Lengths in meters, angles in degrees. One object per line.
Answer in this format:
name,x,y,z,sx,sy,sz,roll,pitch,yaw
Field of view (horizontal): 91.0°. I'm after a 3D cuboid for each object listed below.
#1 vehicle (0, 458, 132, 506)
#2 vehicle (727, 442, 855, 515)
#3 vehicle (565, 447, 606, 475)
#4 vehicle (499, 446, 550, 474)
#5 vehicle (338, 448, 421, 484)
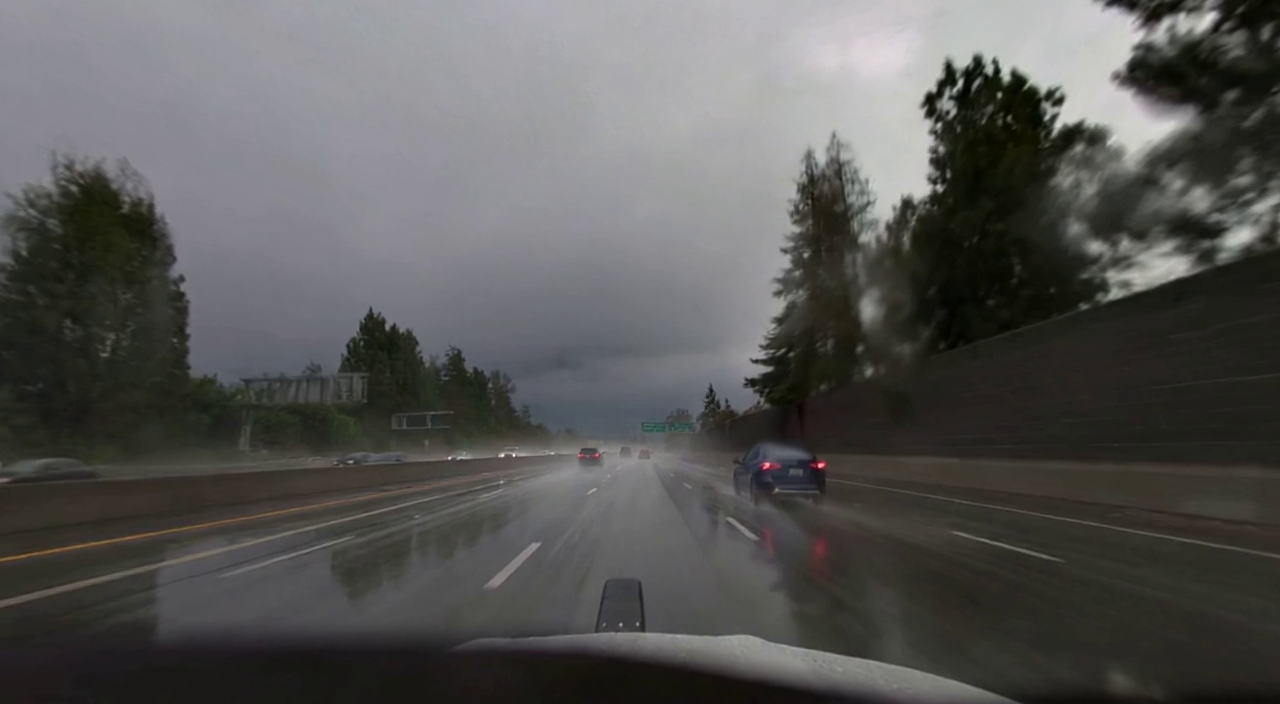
vehicle,-21.633,4.765,23.479,1.807,1.494,4.265,0,-9,0
vehicle,3.414,2.931,15.120,1.979,1.486,4.125,0,-9,-1
vehicle,-3.162,6.393,37.249,2.030,1.563,4.389,0,-9,0
vehicle,-6.768,6.370,37.347,2.107,1.541,4.713,0,-9,1
vehicle,-11.815,5.158,28.871,1.987,1.514,4.099,0,-9,1
